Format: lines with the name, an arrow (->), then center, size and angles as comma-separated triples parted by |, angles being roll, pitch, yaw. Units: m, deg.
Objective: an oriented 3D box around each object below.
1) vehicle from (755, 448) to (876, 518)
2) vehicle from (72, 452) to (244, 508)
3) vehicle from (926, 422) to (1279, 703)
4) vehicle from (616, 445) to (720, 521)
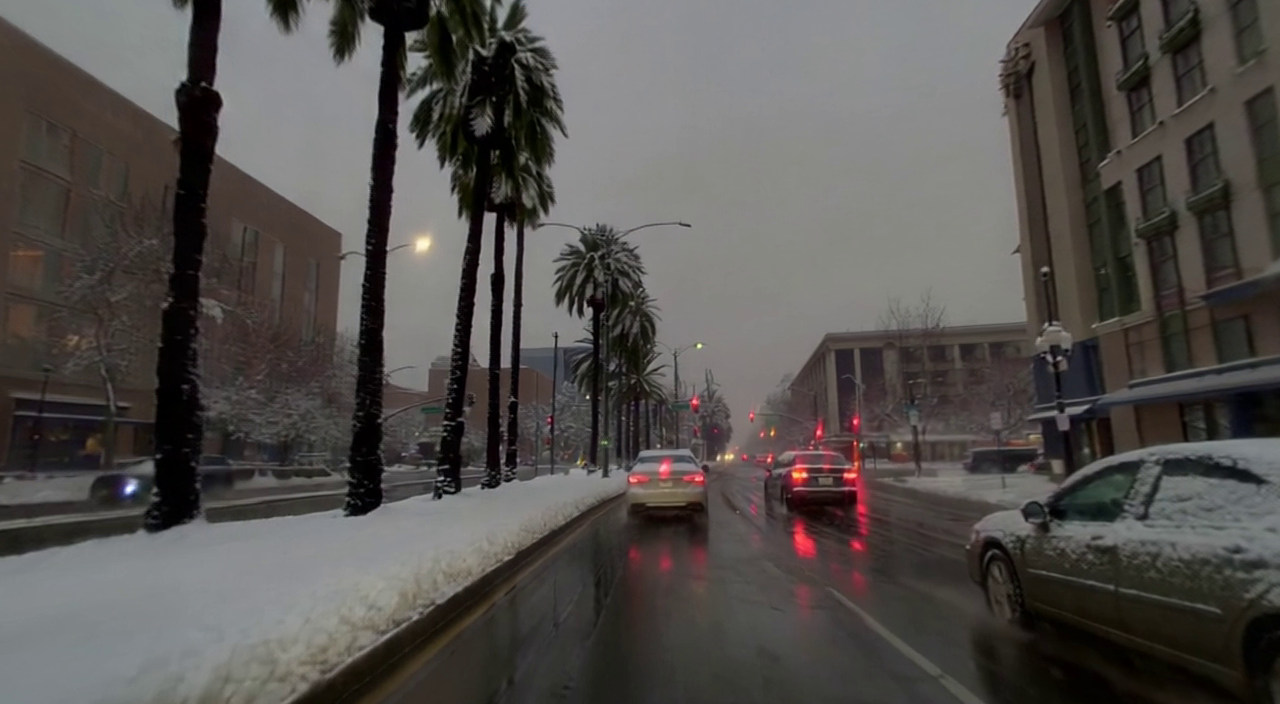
vehicle -> 4.203, 3.170, 15.940 | 1.920, 1.490, 4.417 | -1, -9, 2
vehicle -> -16.495, 4.355, 22.004 | 2.078, 1.662, 4.436 | -2, -9, 9
vehicle -> 3.688, 1.227, 3.918 | 1.913, 1.469, 4.425 | -1, -9, 3
vehicle -> 0.696, 2.908, 14.555 | 2.078, 1.503, 3.681 | -1, -9, 4
